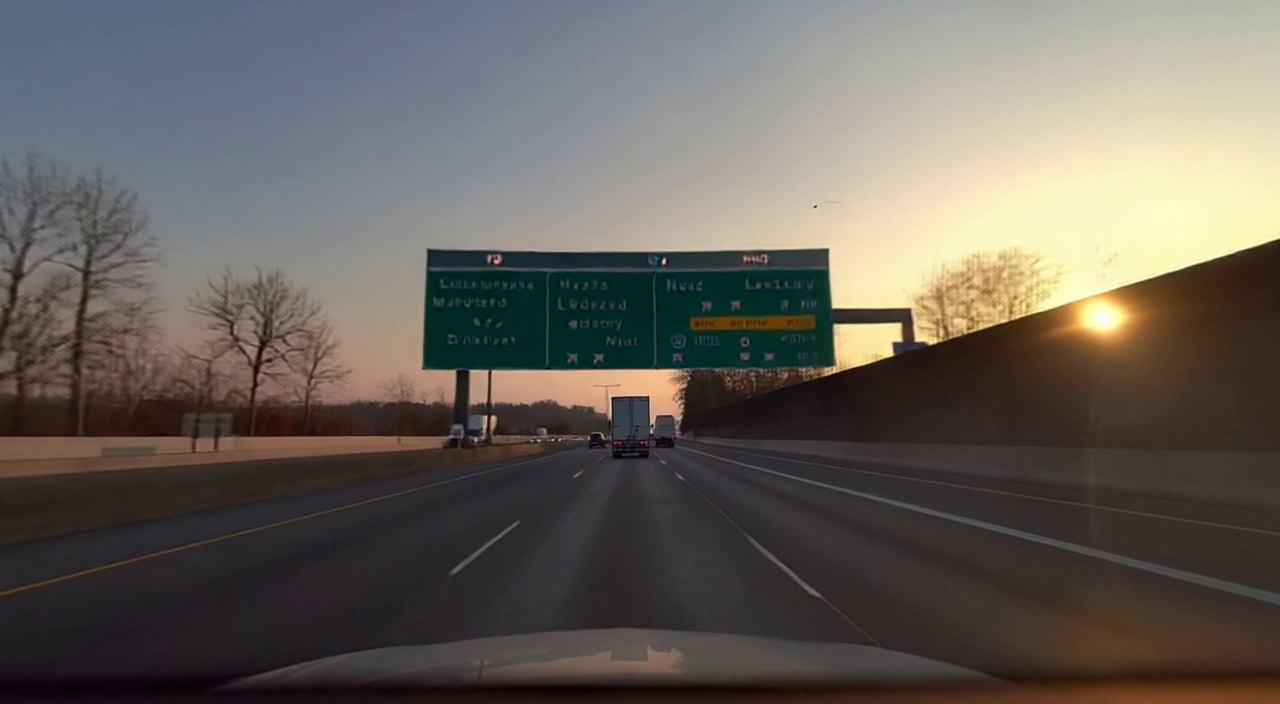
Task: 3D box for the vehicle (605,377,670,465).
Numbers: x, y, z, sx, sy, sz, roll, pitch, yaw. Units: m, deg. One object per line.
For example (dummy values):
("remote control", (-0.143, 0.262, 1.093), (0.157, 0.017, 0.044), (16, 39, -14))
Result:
("vehicle", (-0.230, 4.259, 37.086), (2.965, 3.972, 16.689), (0, -8, -1))
